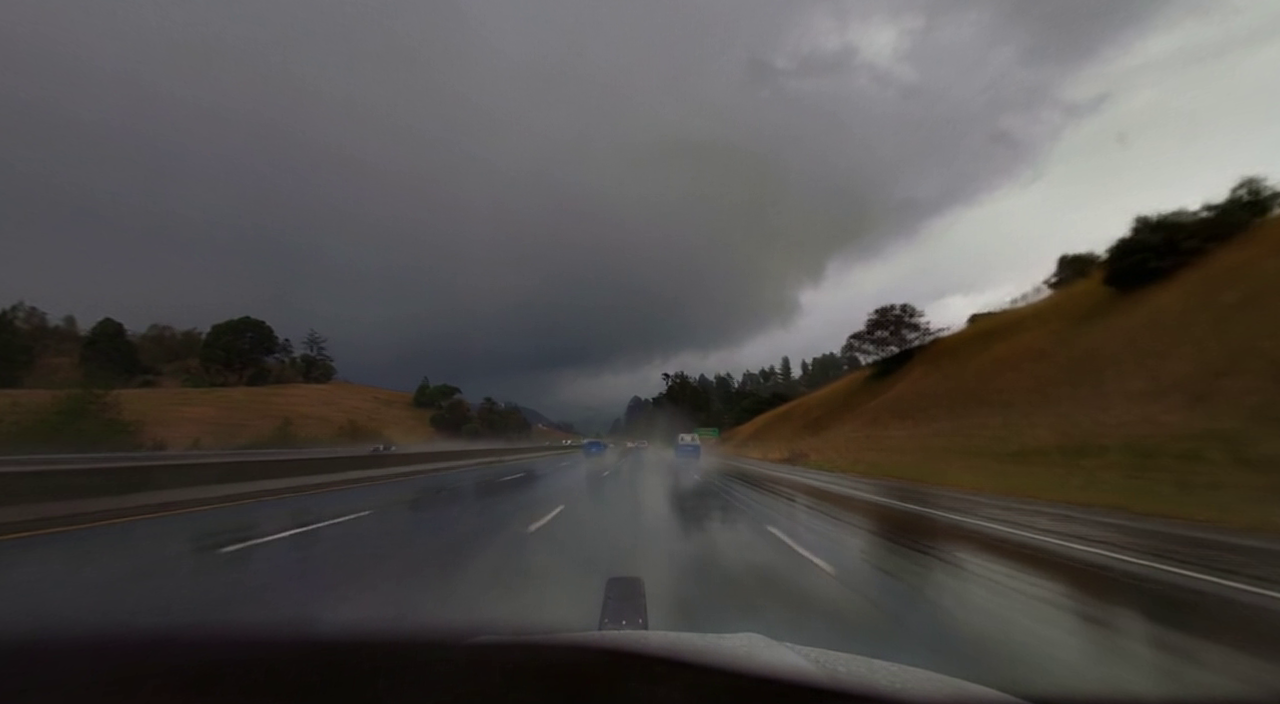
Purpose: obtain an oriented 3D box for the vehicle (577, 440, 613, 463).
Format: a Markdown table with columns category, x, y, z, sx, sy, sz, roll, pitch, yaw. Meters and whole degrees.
| category | x | y | z | sx | sy | sz | roll | pitch | yaw |
| --- | --- | --- | --- | --- | --- | --- | --- | --- | --- |
| vehicle | -3.215 | 7.191 | 45.592 | 2.159 | 1.562 | 4.441 | 0 | -8 | 1 |
